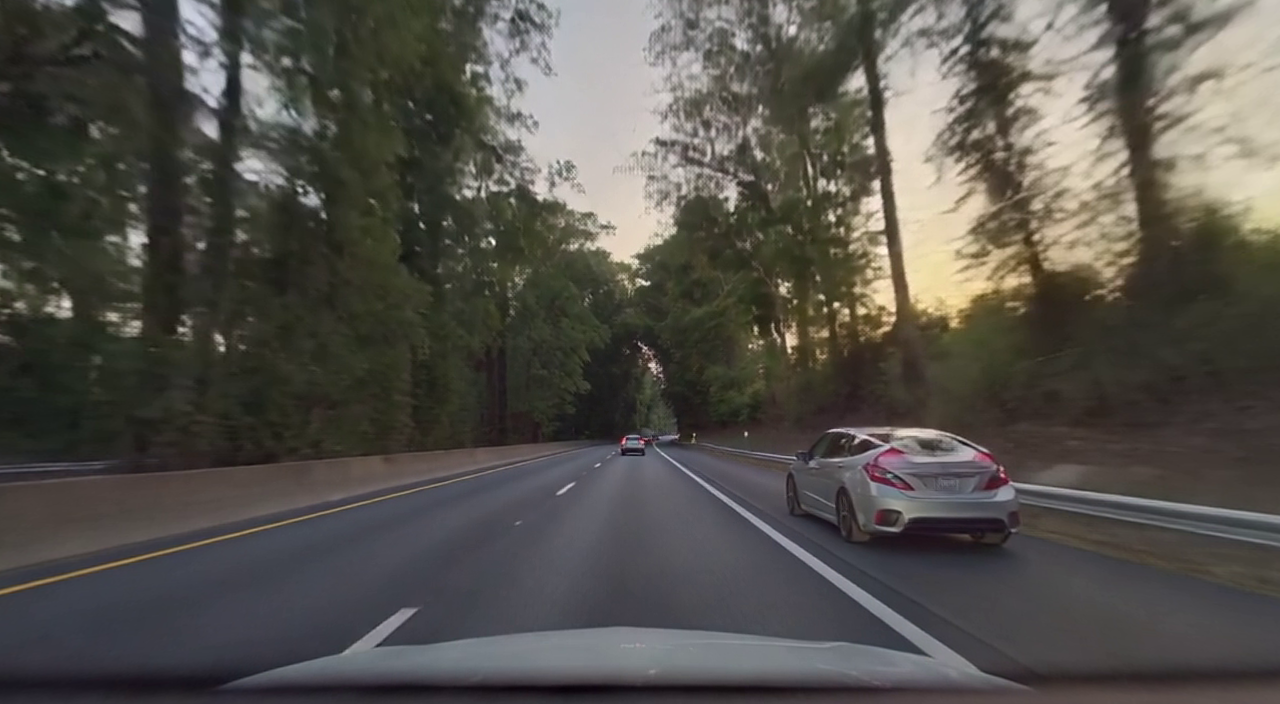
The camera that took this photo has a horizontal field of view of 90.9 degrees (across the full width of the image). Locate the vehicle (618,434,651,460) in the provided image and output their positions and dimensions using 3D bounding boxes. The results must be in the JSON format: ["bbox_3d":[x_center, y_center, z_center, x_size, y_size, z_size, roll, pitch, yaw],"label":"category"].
[{"bbox_3d":[-0.384,6.448,43.098,2.094,1.653,4.283,0,-8,-1],"label":"vehicle"}]
